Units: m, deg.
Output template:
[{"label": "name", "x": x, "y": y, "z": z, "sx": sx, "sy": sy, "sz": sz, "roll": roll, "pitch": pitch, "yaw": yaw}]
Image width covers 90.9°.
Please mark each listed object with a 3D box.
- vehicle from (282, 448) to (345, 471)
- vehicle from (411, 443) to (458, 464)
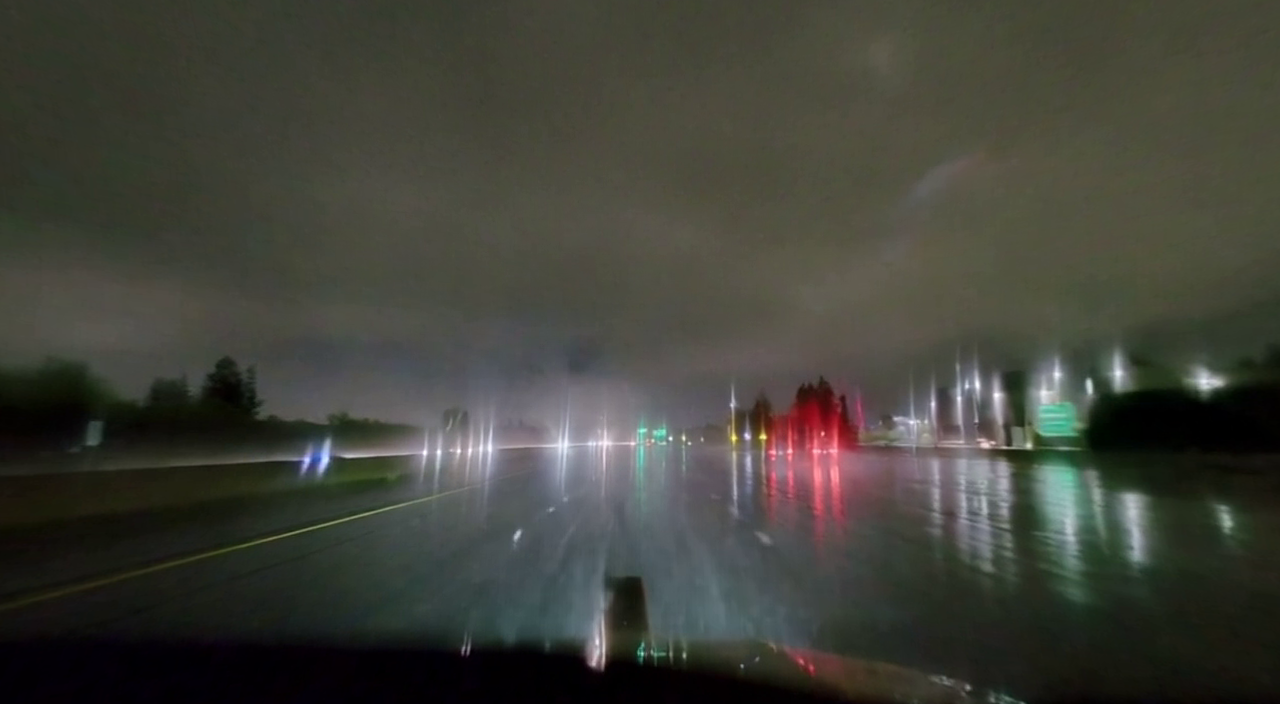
[{"label": "vehicle", "x": -22.911, "y": 7.542, "z": 44.507, "sx": 1.940, "sy": 1.482, "sz": 4.652, "roll": 0, "pitch": -8, "yaw": 1}, {"label": "vehicle", "x": -15.591, "y": 7.718, "z": 48.100, "sx": 2.003, "sy": 1.470, "sz": 4.450, "roll": 0, "pitch": -8, "yaw": 1}]
